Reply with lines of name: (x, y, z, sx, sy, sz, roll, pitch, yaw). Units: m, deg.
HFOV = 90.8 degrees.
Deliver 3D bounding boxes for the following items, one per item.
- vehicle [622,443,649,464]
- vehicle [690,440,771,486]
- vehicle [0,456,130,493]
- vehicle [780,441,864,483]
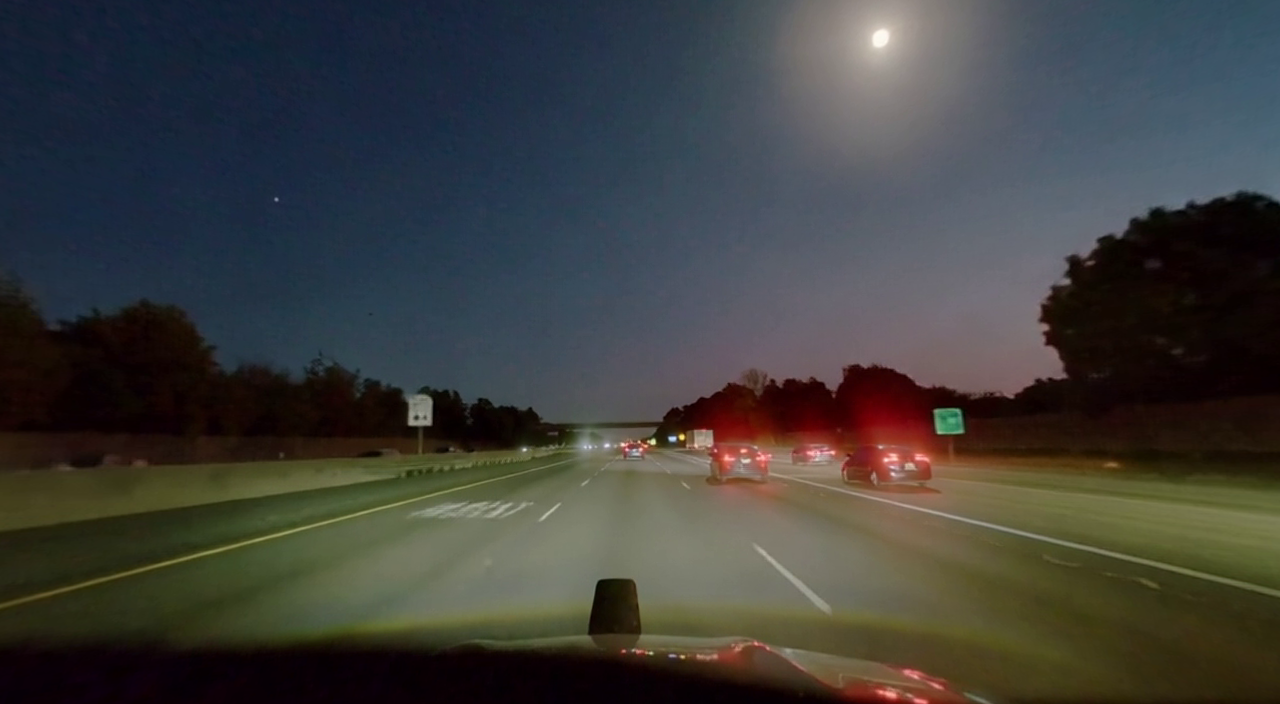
vehicle: (-0.426, 7.937, 49.582, 2.029, 1.595, 4.207, 0, -8, -1)
vehicle: (3.115, 3.941, 22.795, 2.076, 1.472, 4.562, 0, -8, -2)
vehicle: (-26.607, 5.640, 29.369, 1.951, 1.481, 4.693, 0, -9, -1)
vehicle: (7.164, 4.371, 25.396, 1.946, 1.497, 4.467, 0, -8, -2)
